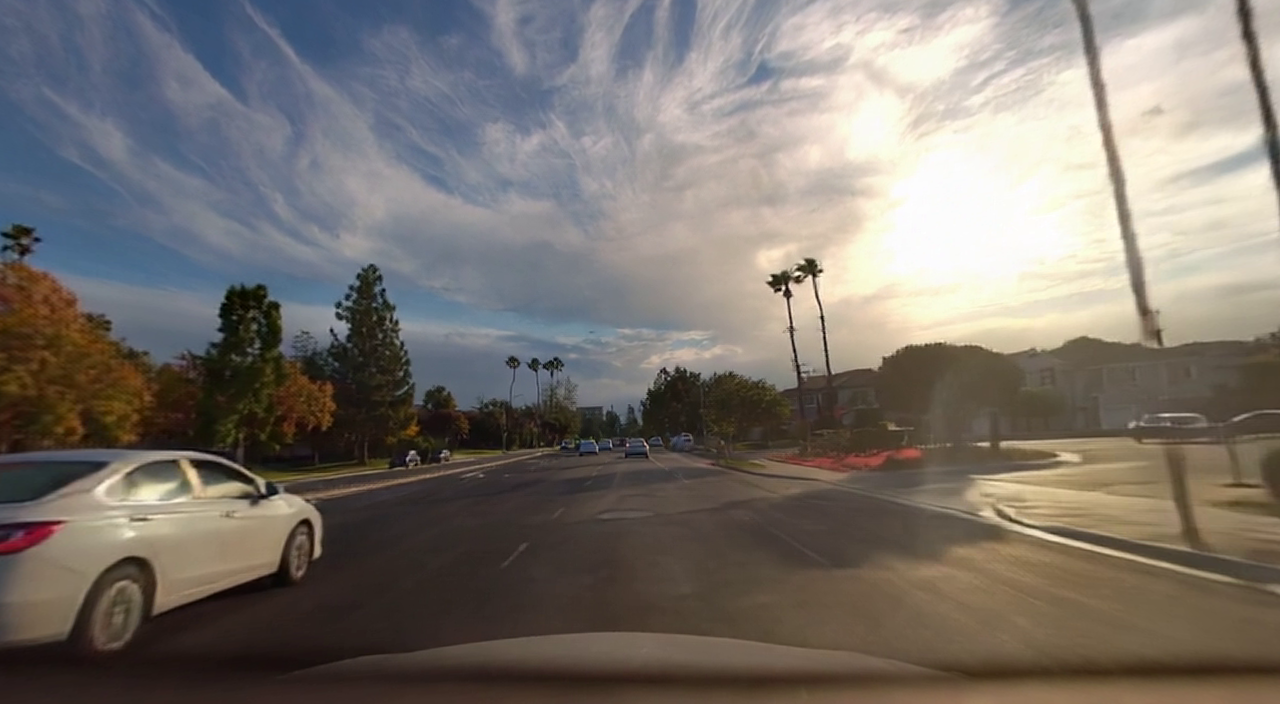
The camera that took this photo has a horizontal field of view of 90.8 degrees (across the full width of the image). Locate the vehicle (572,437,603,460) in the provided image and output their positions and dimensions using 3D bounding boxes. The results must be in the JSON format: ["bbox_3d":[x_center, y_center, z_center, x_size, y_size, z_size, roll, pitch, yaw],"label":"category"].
[{"bbox_3d":[-3.813,7.111,46.611,2.000,1.569,3.794,0,-8,-1],"label":"vehicle"}]

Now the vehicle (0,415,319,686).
[{"bbox_3d":[-4.493,1.309,4.952,1.844,1.451,4.543,0,-8,-4],"label":"vehicle"}]

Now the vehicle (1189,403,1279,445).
[{"bbox_3d":[29.234,3.350,29.674,1.951,1.743,4.786,-3,-9,-10],"label":"vehicle"}]

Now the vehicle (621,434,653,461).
[{"bbox_3d":[-0.270,6.485,42.974,2.043,1.734,4.253,0,-8,-1],"label":"vehicle"}]

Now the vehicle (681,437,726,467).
[{"bbox_3d":[3.306,5.320,33.708,1.830,1.451,4.009,0,-8,-2],"label":"vehicle"}]

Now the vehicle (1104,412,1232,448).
[{"bbox_3d":[23.777,3.595,28.687,1.754,1.504,4.090,2,-9,-14],"label":"vehicle"}]
